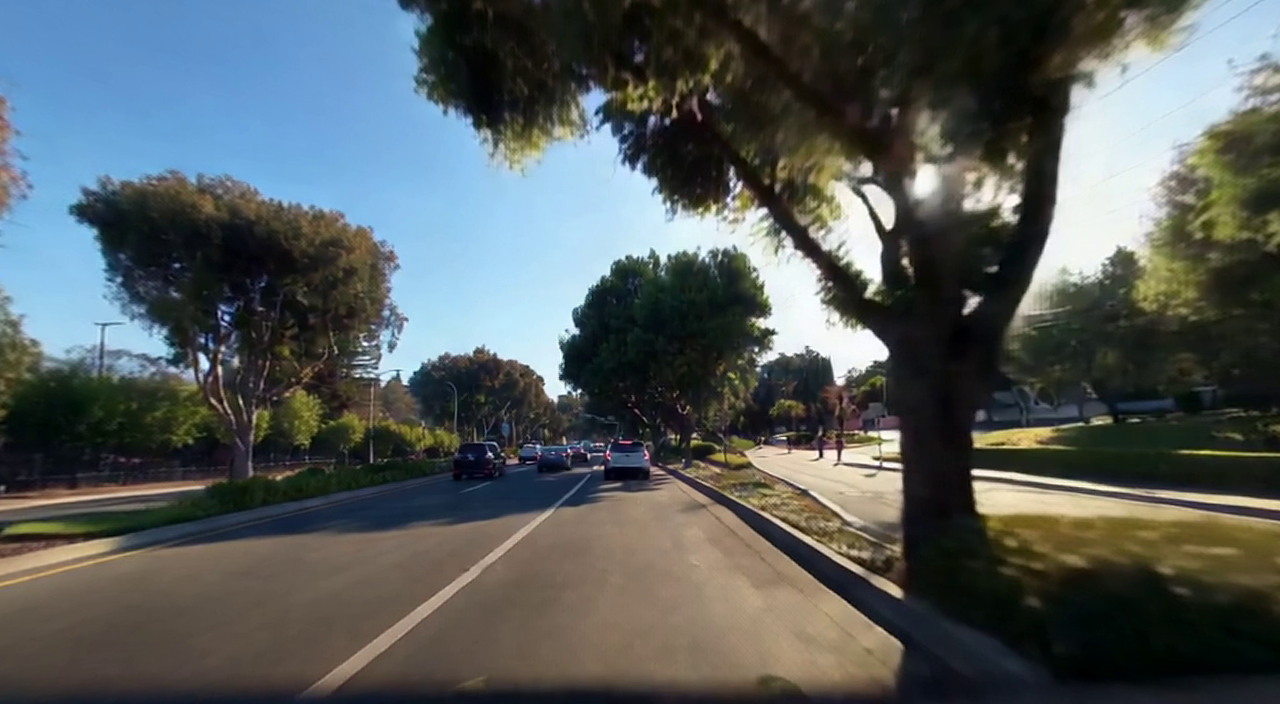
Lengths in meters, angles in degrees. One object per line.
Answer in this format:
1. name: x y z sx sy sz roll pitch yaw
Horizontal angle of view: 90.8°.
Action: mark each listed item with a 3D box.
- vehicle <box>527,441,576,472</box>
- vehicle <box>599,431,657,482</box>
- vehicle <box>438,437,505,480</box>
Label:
1. vehicle: -4.571 5.487 33.344 2.087 1.485 4.452 0 -8 -2
2. vehicle: -0.508 3.978 24.283 2.012 1.769 3.897 0 -8 -2
3. vehicle: -6.903 4.406 26.353 1.860 1.634 4.089 0 -8 -3
